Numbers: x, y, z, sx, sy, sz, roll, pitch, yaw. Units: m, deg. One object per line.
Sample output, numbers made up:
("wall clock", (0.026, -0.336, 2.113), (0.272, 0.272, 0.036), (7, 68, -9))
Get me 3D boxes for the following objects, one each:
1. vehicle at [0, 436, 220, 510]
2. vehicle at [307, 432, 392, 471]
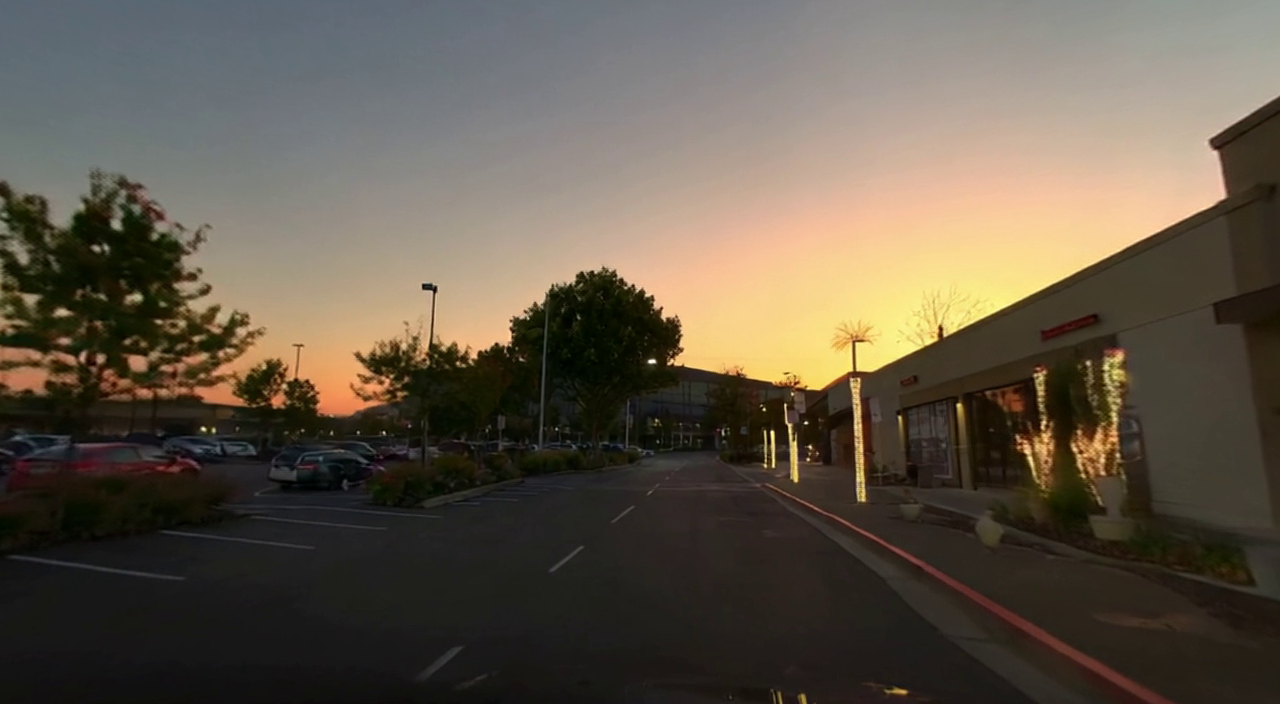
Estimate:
("vehicle", (-12.513, 2.750, 14.871), (1.847, 1.443, 4.484), (-1, -9, 6))
("vehicle", (-15.640, 5.390, 34.308), (1.972, 1.923, 4.535), (-1, -9, 7))
